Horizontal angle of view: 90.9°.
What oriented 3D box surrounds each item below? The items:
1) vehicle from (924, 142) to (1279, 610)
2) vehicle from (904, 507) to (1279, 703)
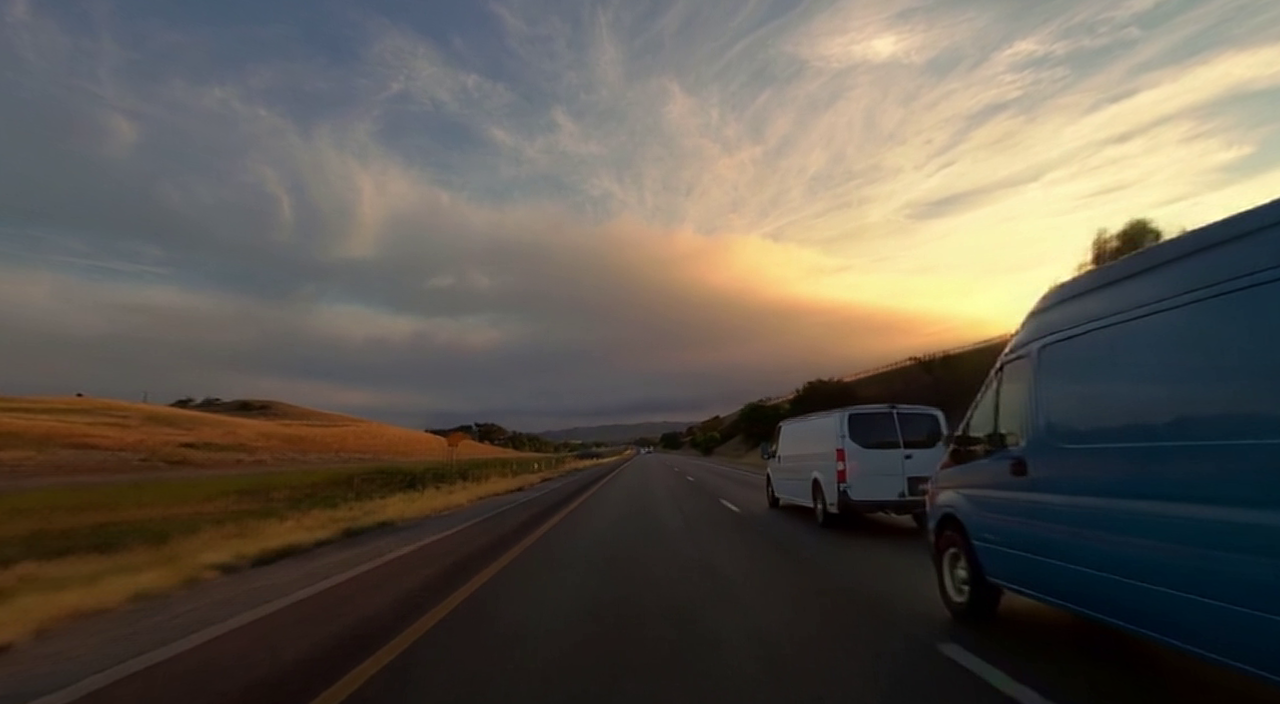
[{"bbox_3d":[4.056,0.174,3.341,2.444,2.053,5.616,-1,-8,0],"label":"vehicle"},{"bbox_3d":[3.996,1.525,3.257,2.702,0.824,6.391,0,-9,1],"label":"vehicle"}]
